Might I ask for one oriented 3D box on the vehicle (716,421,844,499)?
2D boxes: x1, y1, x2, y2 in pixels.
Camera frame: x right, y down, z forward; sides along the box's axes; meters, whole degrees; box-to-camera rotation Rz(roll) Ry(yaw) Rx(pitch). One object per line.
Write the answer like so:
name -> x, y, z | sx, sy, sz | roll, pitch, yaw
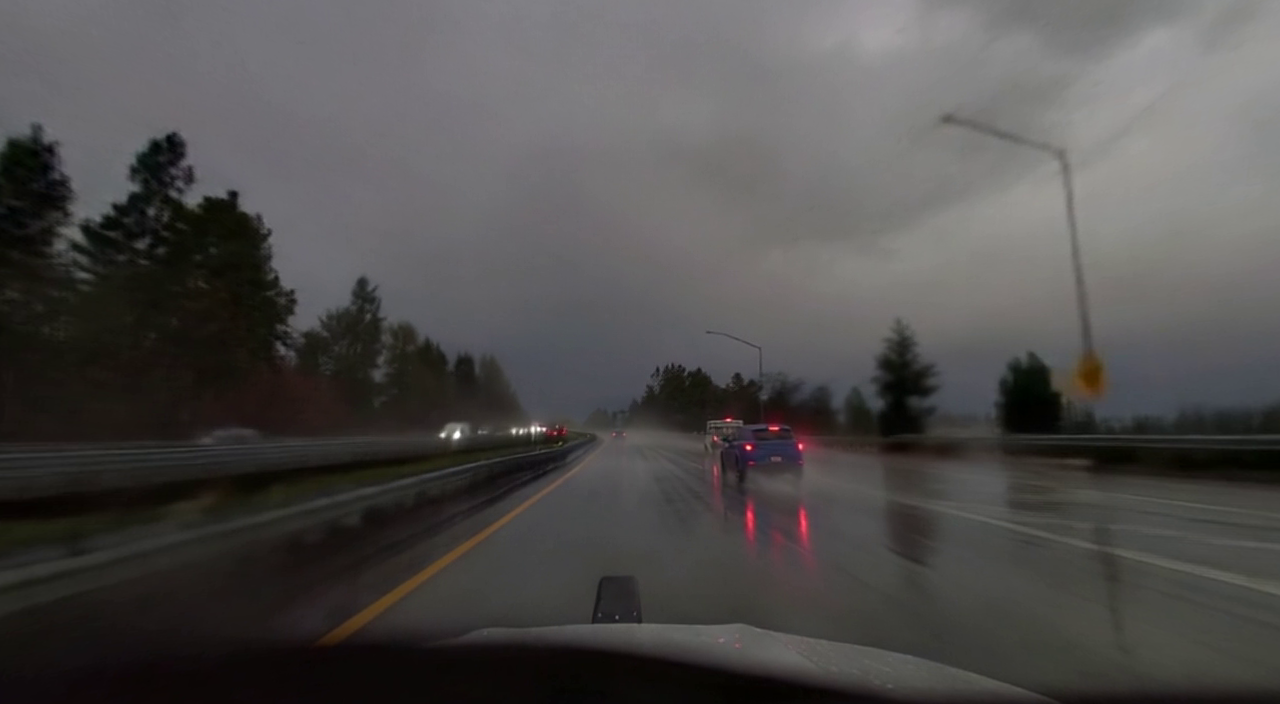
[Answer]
vehicle -> 3.088, 2.461, 14.811 | 2.002, 1.569, 3.845 | 0, -8, -2
